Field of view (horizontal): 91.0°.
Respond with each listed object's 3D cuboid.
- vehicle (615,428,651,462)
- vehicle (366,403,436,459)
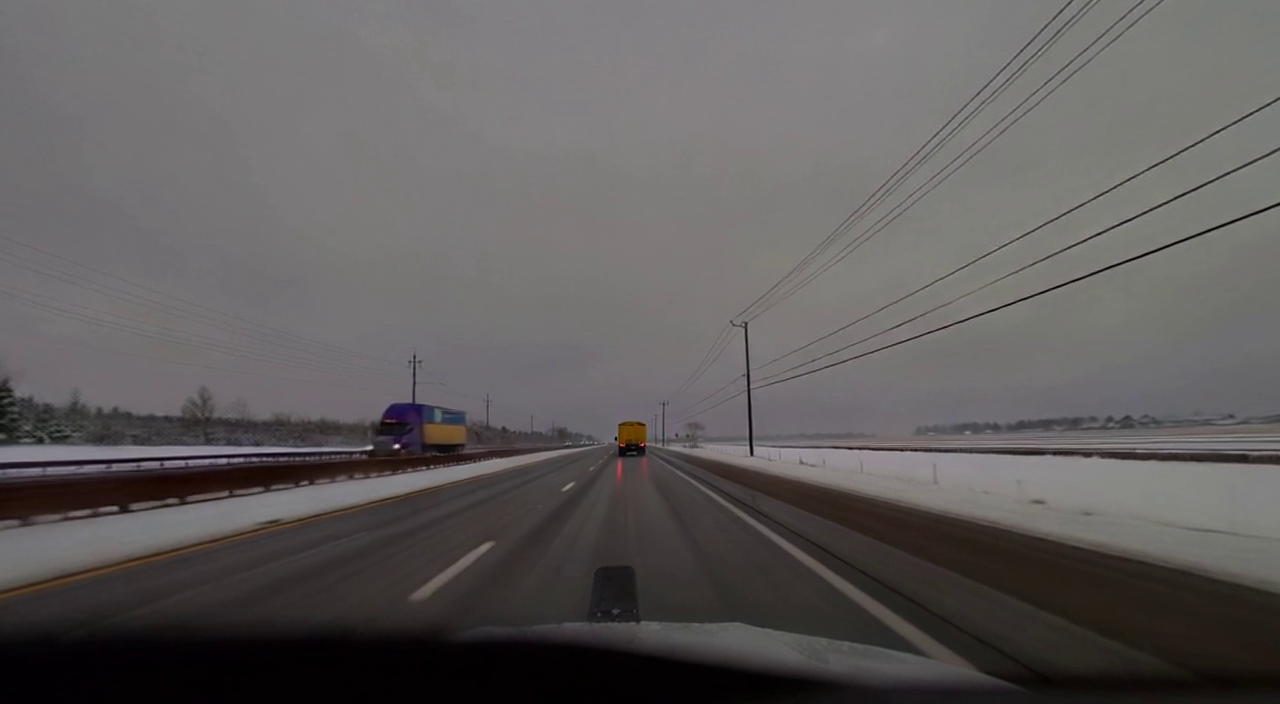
[{"bbox_3d":[-0.506,6.078,41.222,2.240,2.129,4.480,0,-8,-2],"label":"vehicle"},{"bbox_3d":[-17.428,5.853,46.313,2.967,3.820,5.896,0,-8,-2],"label":"vehicle"}]
